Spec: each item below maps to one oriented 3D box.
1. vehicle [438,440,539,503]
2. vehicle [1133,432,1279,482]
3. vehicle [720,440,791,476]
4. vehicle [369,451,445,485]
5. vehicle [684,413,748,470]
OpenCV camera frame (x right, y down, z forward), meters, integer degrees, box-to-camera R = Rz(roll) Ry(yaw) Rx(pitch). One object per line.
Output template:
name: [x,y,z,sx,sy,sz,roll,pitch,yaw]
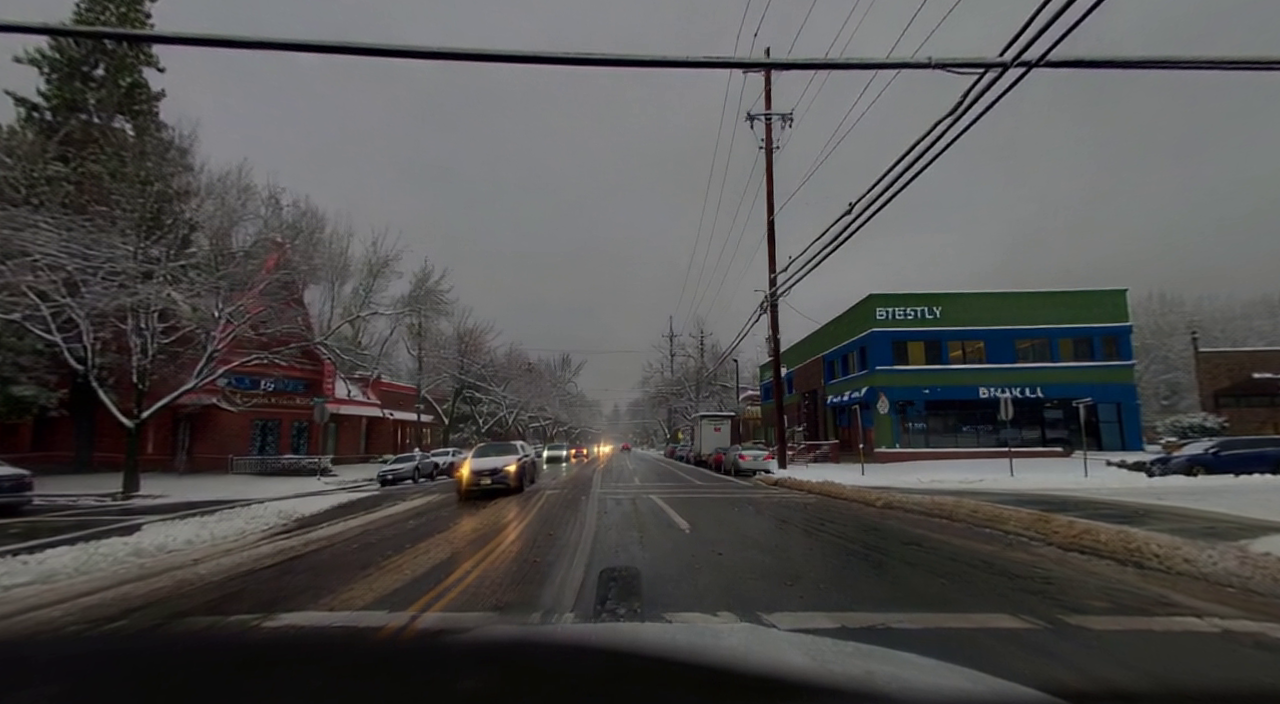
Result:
vehicle: [-4.013,3.221,17.464,1.914,1.506,4.125,0,-8,-2]
vehicle: [18.618,3.287,19.935,4.368,1.479,1.985,0,-9,1]
vehicle: [5.588,5.175,31.125,1.963,1.646,4.204,2,-9,-11]
vehicle: [-10.960,5.461,30.053,1.978,1.452,4.263,0,-8,0]
vehicle: [4.600,5.651,39.834,2.815,3.203,7.558,0,-8,-2]
